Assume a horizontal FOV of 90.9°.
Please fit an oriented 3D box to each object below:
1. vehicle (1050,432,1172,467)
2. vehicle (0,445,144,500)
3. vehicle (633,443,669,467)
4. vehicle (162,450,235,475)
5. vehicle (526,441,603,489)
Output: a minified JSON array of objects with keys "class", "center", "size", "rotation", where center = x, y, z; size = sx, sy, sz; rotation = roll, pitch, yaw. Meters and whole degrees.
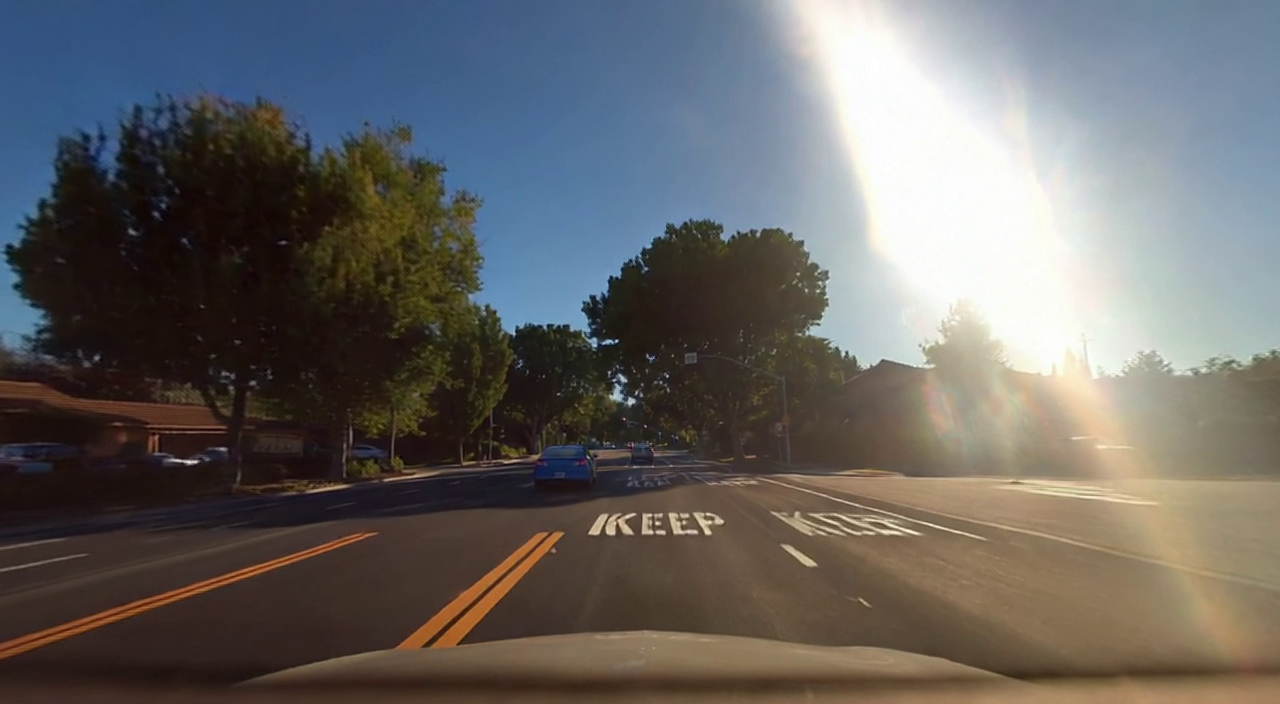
[{"class":"vehicle","center":[22.852,4.742,30.690],"size":[4.318,1.601,1.975],"rotation":[0,-8,-2]},{"class":"vehicle","center":[-22.539,4.527,23.897],"size":[2.173,1.849,5.752],"rotation":[-5,-9,11]},{"class":"vehicle","center":[0.663,6.711,41.260],"size":[2.226,1.505,4.128],"rotation":[0,-8,0]},{"class":"vehicle","center":[-28.598,7.126,40.960],"size":[1.961,1.470,3.811],"rotation":[0,-8,0]},{"class":"vehicle","center":[-2.450,3.846,21.872],"size":[2.158,1.469,4.909],"rotation":[0,-8,-1]}]
